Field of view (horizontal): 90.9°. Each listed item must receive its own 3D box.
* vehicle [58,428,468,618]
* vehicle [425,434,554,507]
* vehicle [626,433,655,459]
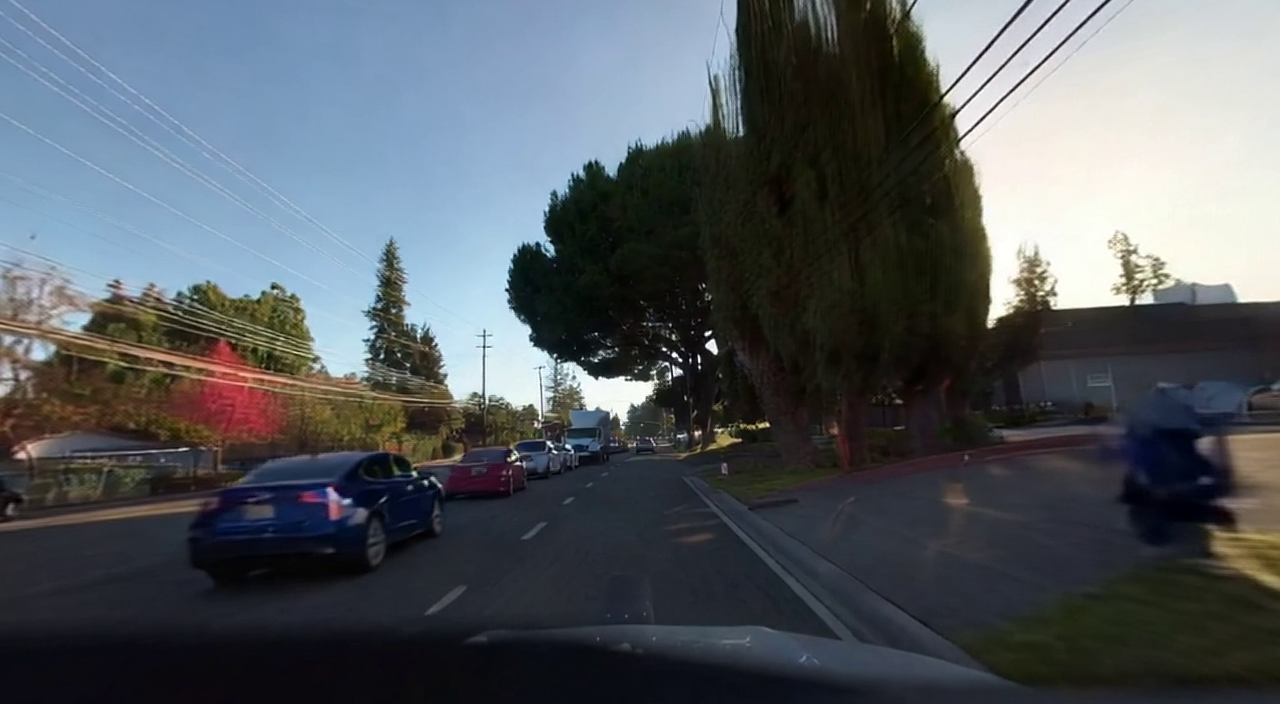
[{"bbox_3d":[-3.517,1.642,7.040,1.998,1.466,4.124,0,-8,0],"label":"vehicle"},{"bbox_3d":[-3.403,2.769,15.244,1.972,1.486,4.547,0,-8,1],"label":"vehicle"},{"bbox_3d":[0.013,7.287,48.817,2.117,1.861,4.095,0,-8,0],"label":"vehicle"}]
